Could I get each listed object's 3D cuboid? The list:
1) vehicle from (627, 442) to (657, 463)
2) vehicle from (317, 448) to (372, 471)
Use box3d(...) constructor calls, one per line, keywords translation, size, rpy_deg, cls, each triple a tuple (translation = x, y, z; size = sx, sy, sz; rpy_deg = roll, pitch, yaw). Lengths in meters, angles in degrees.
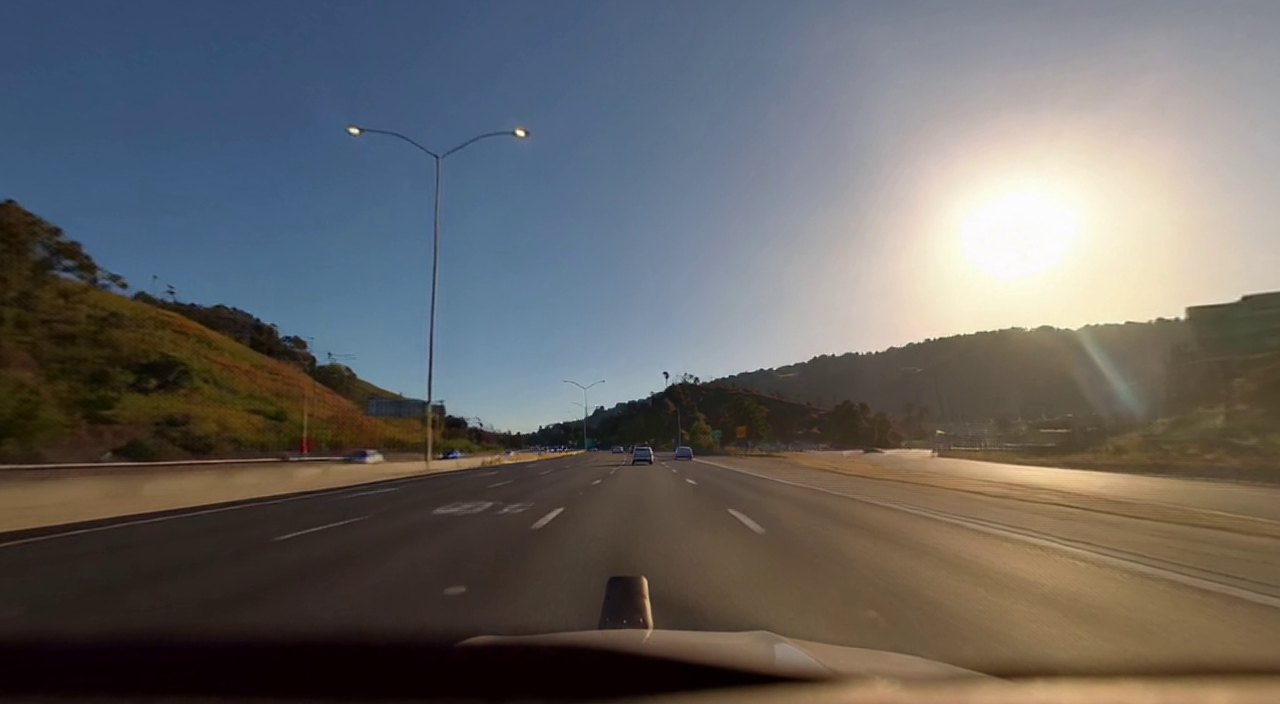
box3d(translation=(0.094, 7.519, 47.424), size=(2.193, 1.497, 4.337), rpy_deg=(0, -8, -1), cls="vehicle")
box3d(translation=(-20.877, 7.601, 44.733), size=(2.001, 1.500, 3.901), rpy_deg=(0, -8, 0), cls="vehicle")
